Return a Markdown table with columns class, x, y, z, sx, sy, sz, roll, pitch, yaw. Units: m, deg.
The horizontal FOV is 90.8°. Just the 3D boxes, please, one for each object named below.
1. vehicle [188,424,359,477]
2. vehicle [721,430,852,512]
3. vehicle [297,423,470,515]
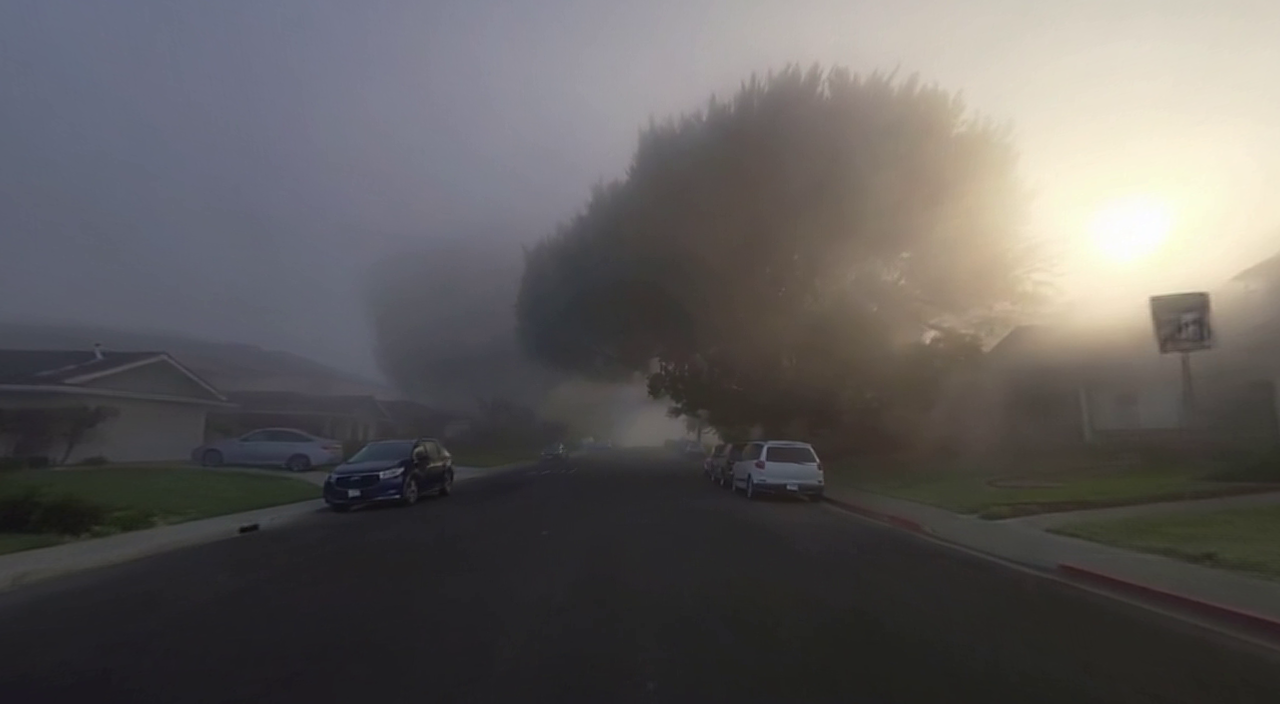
| class | x | y | z | sx | sy | sz | roll | pitch | yaw |
| --- | --- | --- | --- | --- | --- | --- | --- | --- | --- |
| vehicle | -13.568 | 3.673 | 23.639 | 5.024 | 1.903 | 2.102 | 0 | -9 | 1 |
| vehicle | 3.453 | 2.908 | 15.898 | 2.033 | 1.730 | 4.554 | 0 | -9 | -2 |
| vehicle | -6.363 | 2.996 | 16.664 | 2.322 | 1.949 | 5.695 | -1 | -9 | -2 |
